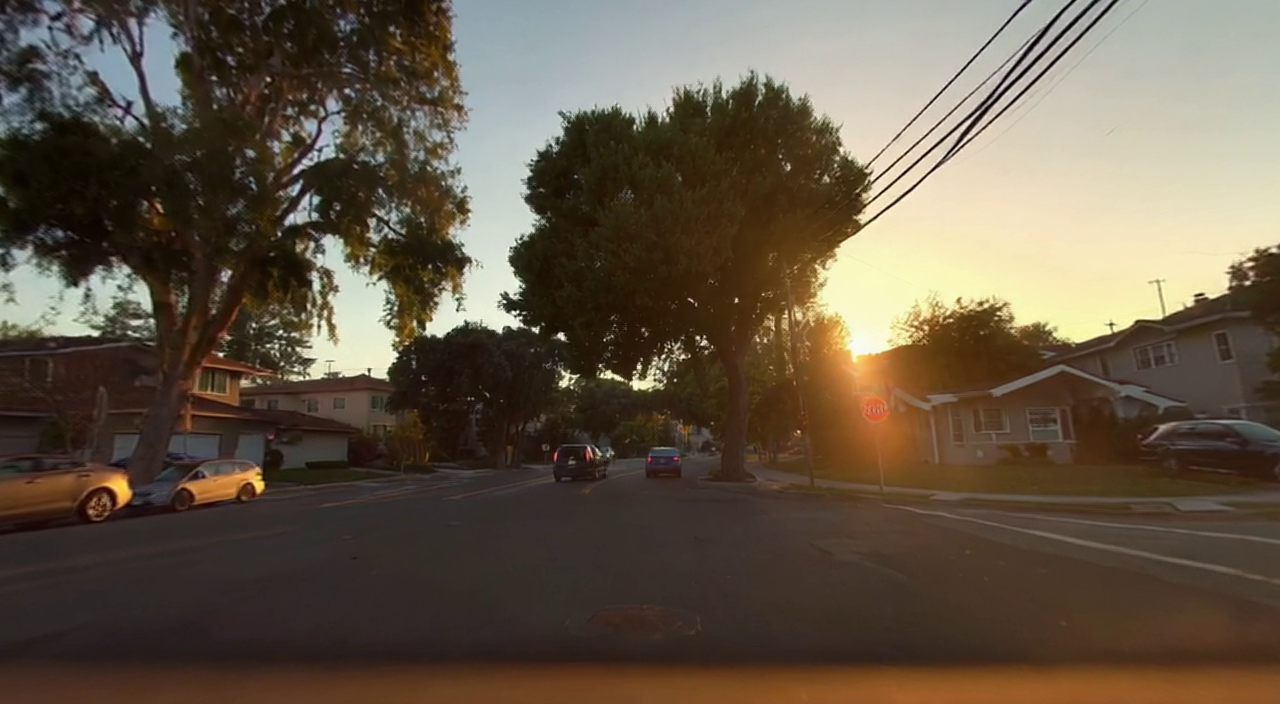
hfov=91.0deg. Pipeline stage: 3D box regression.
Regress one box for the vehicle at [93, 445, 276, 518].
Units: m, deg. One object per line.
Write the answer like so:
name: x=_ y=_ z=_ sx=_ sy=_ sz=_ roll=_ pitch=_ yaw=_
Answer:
vehicle: x=-13.772 y=3.932 z=19.511 sx=2.076 sy=1.864 sz=4.730 roll=-3 pitch=-10 yaw=1

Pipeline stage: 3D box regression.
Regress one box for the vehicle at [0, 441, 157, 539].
vehicle: x=-14.117 y=3.037 z=13.900 sx=2.191 sy=1.980 sz=5.888 roll=-4 pitch=-9 yaw=1

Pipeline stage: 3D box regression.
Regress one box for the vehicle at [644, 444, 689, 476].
vehicle: x=1.402 y=5.405 z=31.748 sx=1.955 sy=1.459 sz=4.383 roll=-1 pitch=-8 yaw=6

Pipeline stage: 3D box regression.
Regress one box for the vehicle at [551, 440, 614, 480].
vehicle: x=-2.605 y=4.999 z=29.518 sx=2.178 sy=1.695 sz=4.339 roll=-1 pitch=-8 yaw=5
